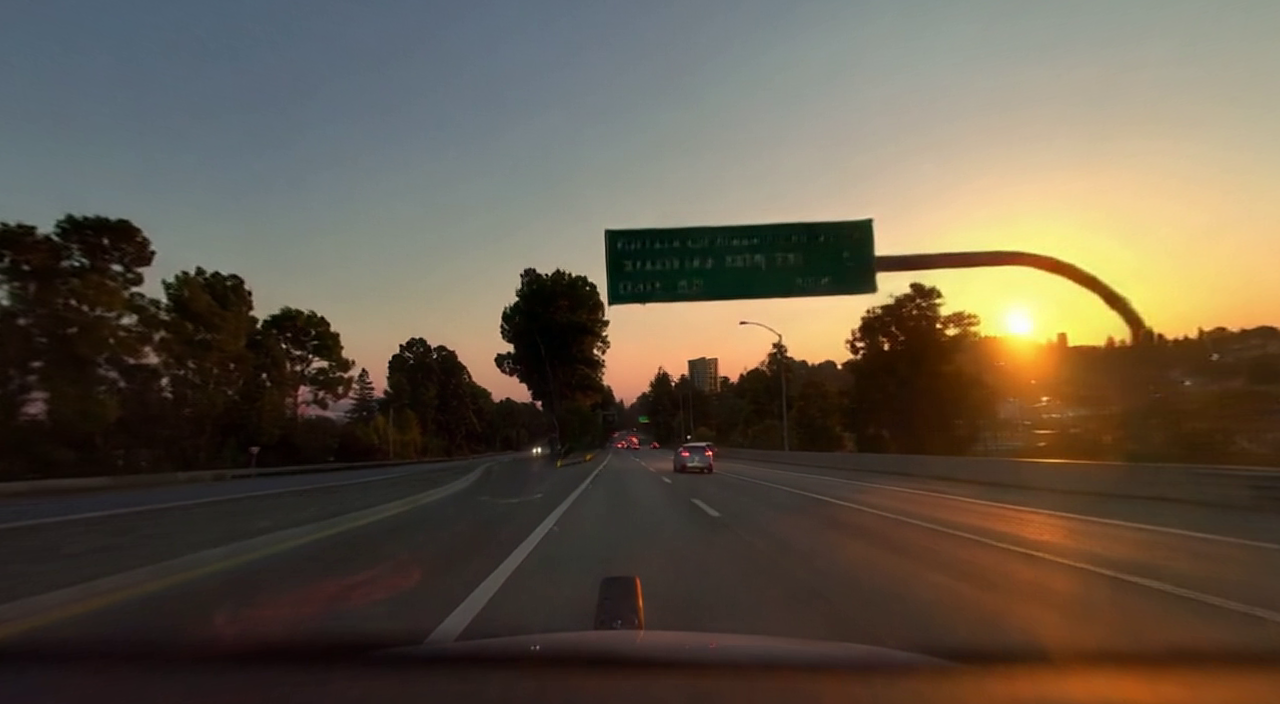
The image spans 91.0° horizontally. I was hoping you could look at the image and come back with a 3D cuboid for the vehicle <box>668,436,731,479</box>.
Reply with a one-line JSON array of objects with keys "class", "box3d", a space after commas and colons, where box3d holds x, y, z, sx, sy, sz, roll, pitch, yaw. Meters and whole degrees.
[{"class": "vehicle", "box3d": [2.468, 4.545, 27.303, 2.066, 1.683, 4.675, 0, -9, -3]}]
